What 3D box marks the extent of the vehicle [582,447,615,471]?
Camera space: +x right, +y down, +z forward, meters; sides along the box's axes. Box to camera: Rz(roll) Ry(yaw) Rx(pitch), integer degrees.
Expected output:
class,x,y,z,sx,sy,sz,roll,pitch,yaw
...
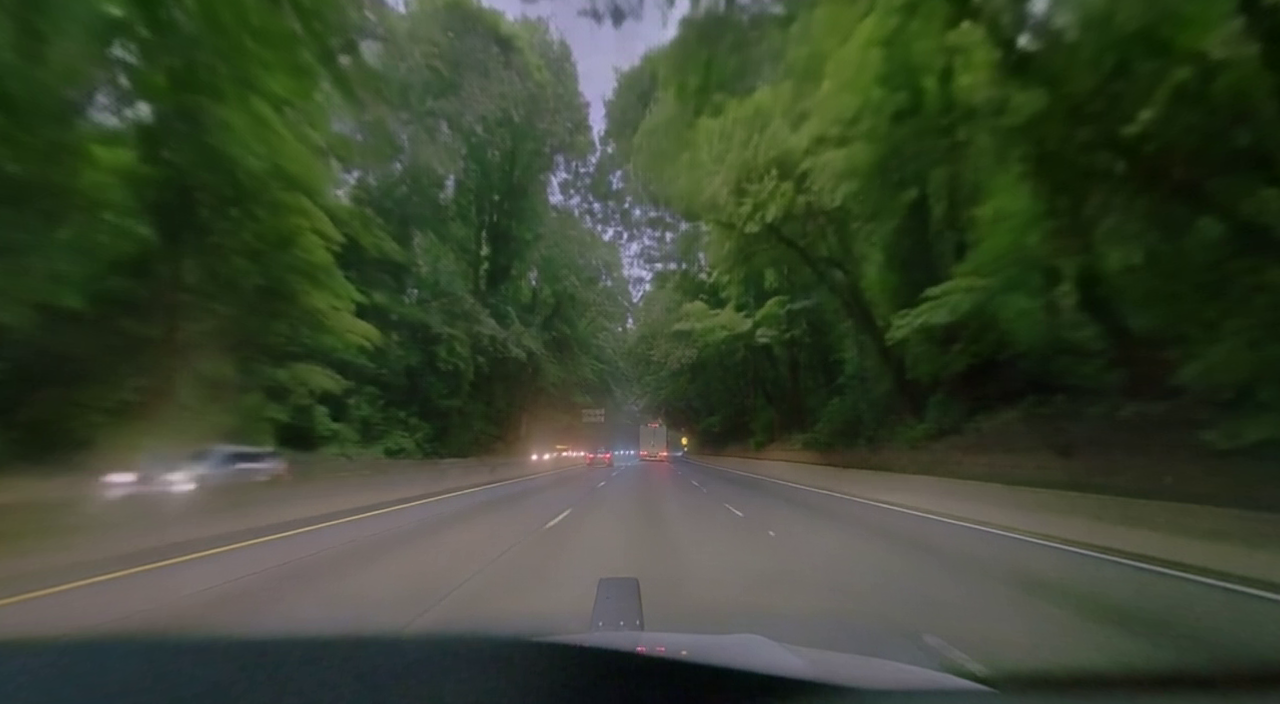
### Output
class,x,y,z,sx,sy,sz,roll,pitch,yaw
vehicle,-3.001,7.821,46.307,2.057,1.618,4.212,0,-9,1

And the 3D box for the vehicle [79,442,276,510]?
class,x,y,z,sx,sy,sz,roll,pitch,yaw
vehicle,-11.848,3.180,16.631,1.961,1.550,4.218,0,-9,0
